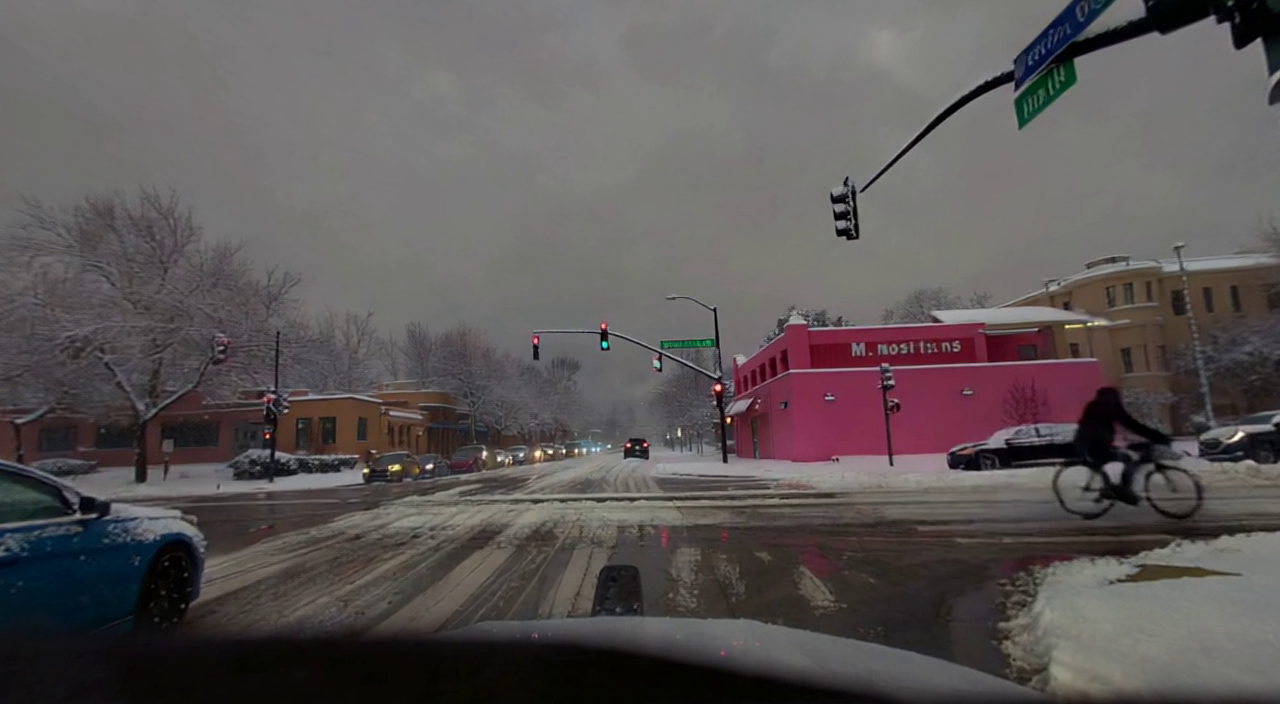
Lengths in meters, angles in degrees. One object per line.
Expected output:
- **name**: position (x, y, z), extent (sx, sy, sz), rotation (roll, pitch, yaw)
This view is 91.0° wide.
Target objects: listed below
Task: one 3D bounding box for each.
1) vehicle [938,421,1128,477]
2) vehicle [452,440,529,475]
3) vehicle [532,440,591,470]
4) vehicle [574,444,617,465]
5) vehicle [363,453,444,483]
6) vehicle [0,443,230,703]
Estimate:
- **vehicle**: position (11.569, 2.889, 18.801), extent (4.355, 1.546, 1.820), rotation (-1, -9, 6)
- **vehicle**: position (-8.407, 5.978, 36.071), extent (2.152, 1.825, 5.406), rotation (-2, -9, 12)
- **vehicle**: position (-4.500, 5.988, 36.863), extent (1.928, 1.647, 4.575), rotation (-2, -9, 13)
- **vehicle**: position (-3.048, 7.171, 44.067), extent (1.743, 1.362, 4.350), rotation (-2, -9, 14)
- **vehicle**: position (-12.593, 6.171, 33.880), extent (1.976, 1.425, 4.567), rotation (-1, -9, 9)
- **vehicle**: position (-3.721, 0.978, 2.151), extent (1.759, 1.325, 4.295), rotation (0, -9, 0)
